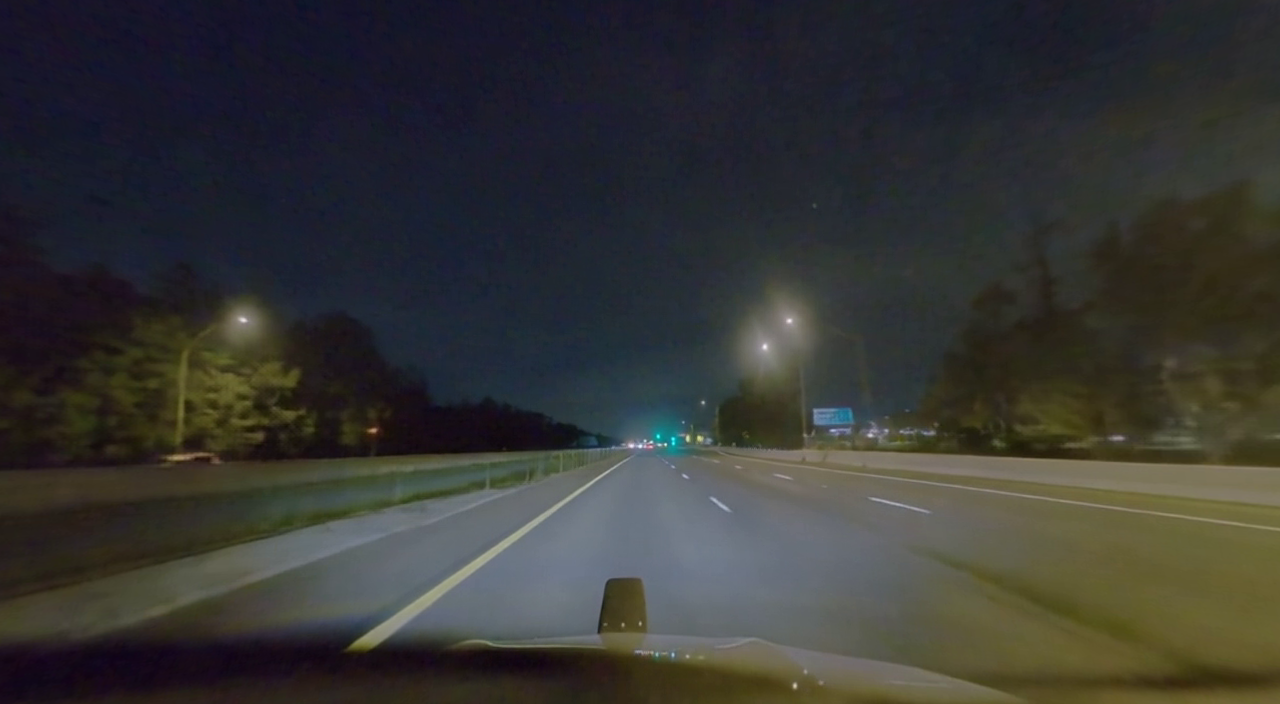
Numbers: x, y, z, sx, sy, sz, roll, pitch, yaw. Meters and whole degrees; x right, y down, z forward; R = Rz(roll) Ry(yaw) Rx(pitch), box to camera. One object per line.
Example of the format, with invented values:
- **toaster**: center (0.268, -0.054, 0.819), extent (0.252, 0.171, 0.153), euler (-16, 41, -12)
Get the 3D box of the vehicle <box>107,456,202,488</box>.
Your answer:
- **vehicle**: center (-27.876, 6.859, 36.404), extent (1.849, 1.591, 4.504), euler (0, -8, 0)
